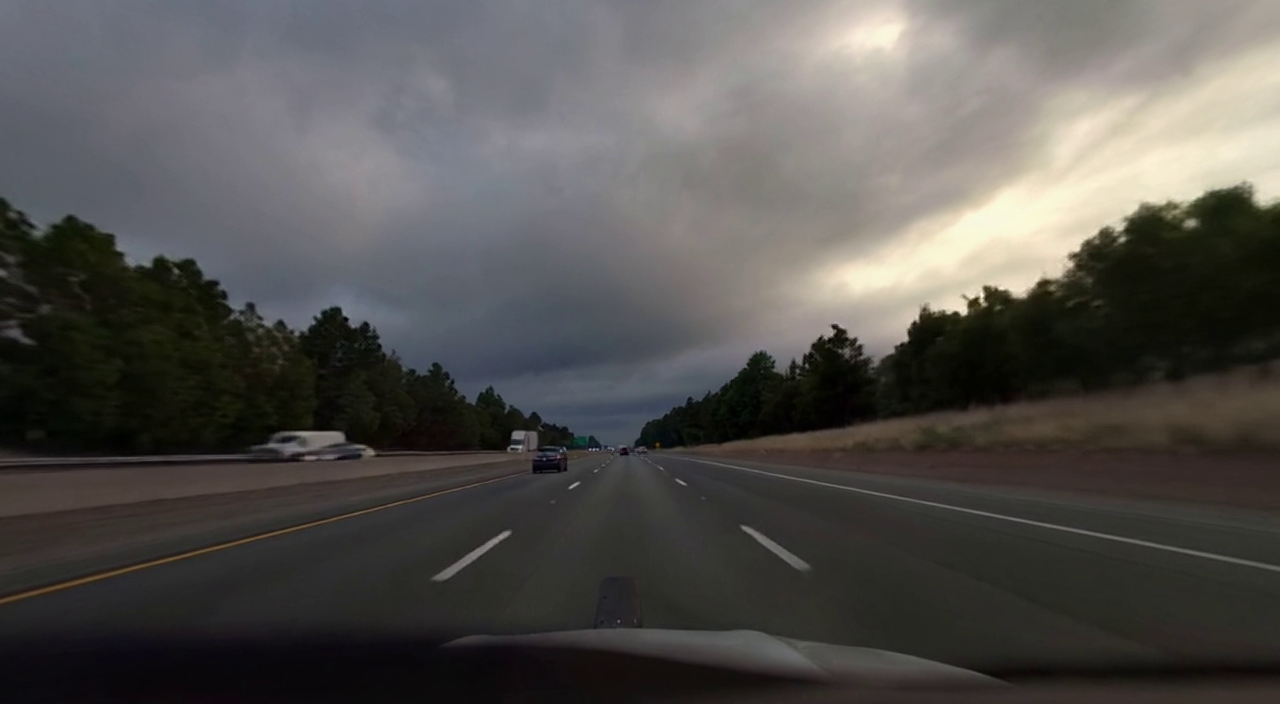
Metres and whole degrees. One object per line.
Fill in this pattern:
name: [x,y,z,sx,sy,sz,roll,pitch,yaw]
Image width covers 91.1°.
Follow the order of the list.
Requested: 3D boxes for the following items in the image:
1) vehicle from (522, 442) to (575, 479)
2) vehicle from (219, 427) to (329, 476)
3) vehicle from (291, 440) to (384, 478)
vehicle: [-4.582,5.506,32.112,2.111,1.717,4.426,0,-9,-1]
vehicle: [-17.456,4.795,30.399,2.207,2.103,5.189,0,-9,-1]
vehicle: [-13.039,4.637,27.444,1.891,1.500,4.396,0,-9,-1]
